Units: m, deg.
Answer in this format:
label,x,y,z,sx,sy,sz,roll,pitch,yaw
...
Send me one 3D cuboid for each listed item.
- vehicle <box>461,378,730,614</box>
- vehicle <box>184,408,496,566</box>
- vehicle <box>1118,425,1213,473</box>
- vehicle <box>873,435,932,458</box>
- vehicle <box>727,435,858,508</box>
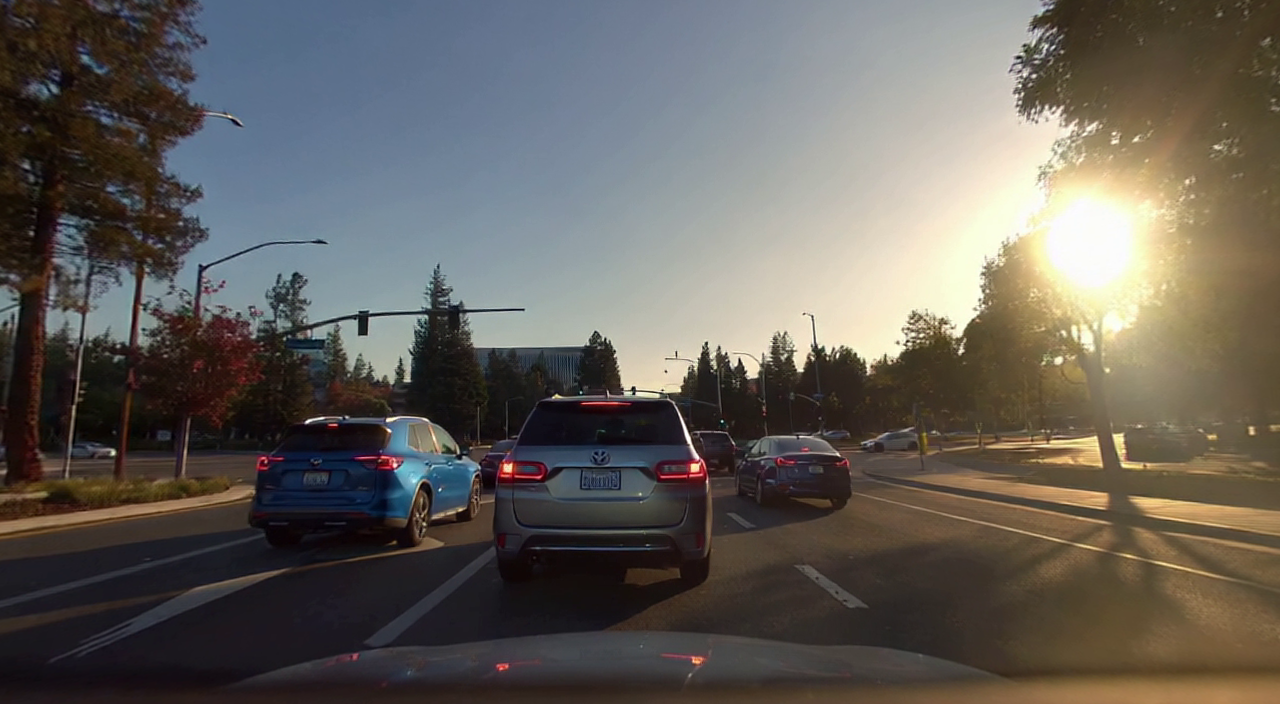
label,x,y,z,sx,sy,sz,roll,pitch,yaw
vehicle,-0.340,1.429,7.108,2.064,1.817,4.298,0,-8,0
vehicle,-3.724,1.775,9.052,2.160,1.666,4.583,0,-8,1
vehicle,19.257,3.524,23.027,4.215,1.578,1.892,8,-11,-41
vehicle,19.988,7.198,47.924,4.361,1.653,2.034,6,-10,-35
vehicle,3.429,2.774,15.130,2.121,1.494,4.208,0,-8,0
